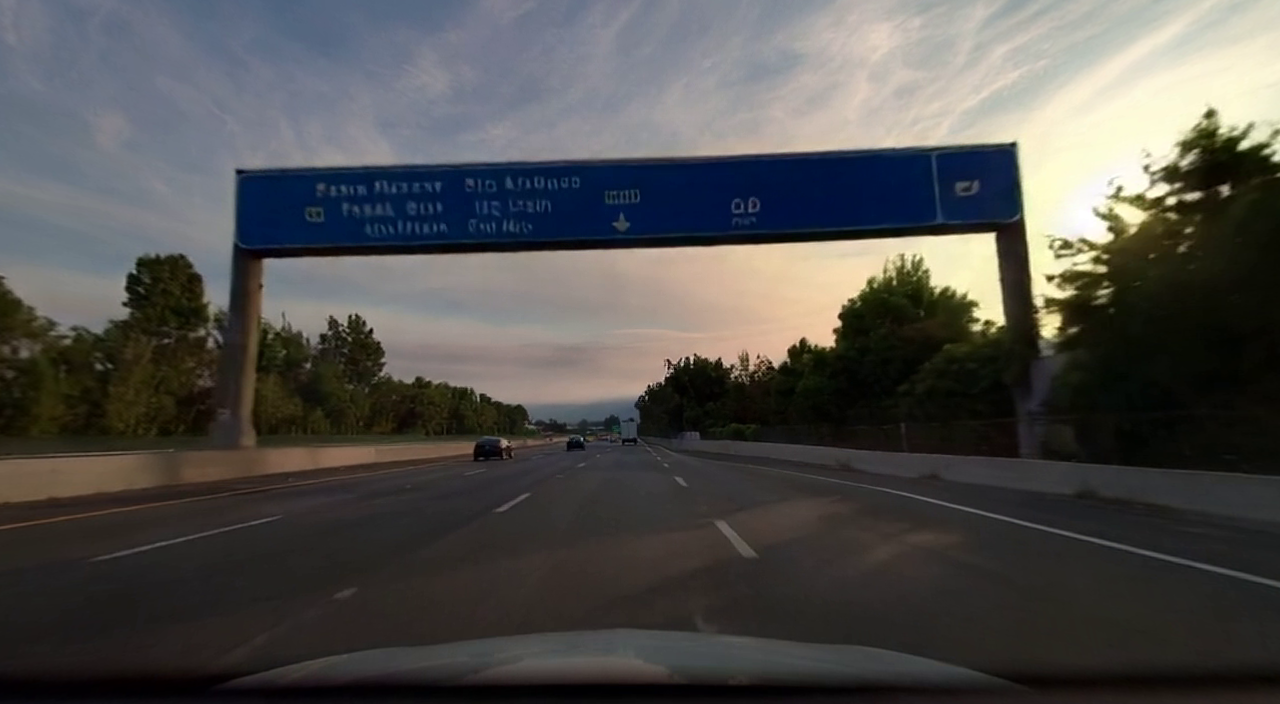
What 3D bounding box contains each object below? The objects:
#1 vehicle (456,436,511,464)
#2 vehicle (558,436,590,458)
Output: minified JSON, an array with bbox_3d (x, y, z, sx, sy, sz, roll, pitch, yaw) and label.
[{"bbox_3d":[-8.539,5.359,34.753,1.973,1.470,4.270,0,-7,0],"label":"vehicle"},{"bbox_3d":[-4.693,6.769,45.182,1.912,1.495,3.703,0,-7,0],"label":"vehicle"}]
